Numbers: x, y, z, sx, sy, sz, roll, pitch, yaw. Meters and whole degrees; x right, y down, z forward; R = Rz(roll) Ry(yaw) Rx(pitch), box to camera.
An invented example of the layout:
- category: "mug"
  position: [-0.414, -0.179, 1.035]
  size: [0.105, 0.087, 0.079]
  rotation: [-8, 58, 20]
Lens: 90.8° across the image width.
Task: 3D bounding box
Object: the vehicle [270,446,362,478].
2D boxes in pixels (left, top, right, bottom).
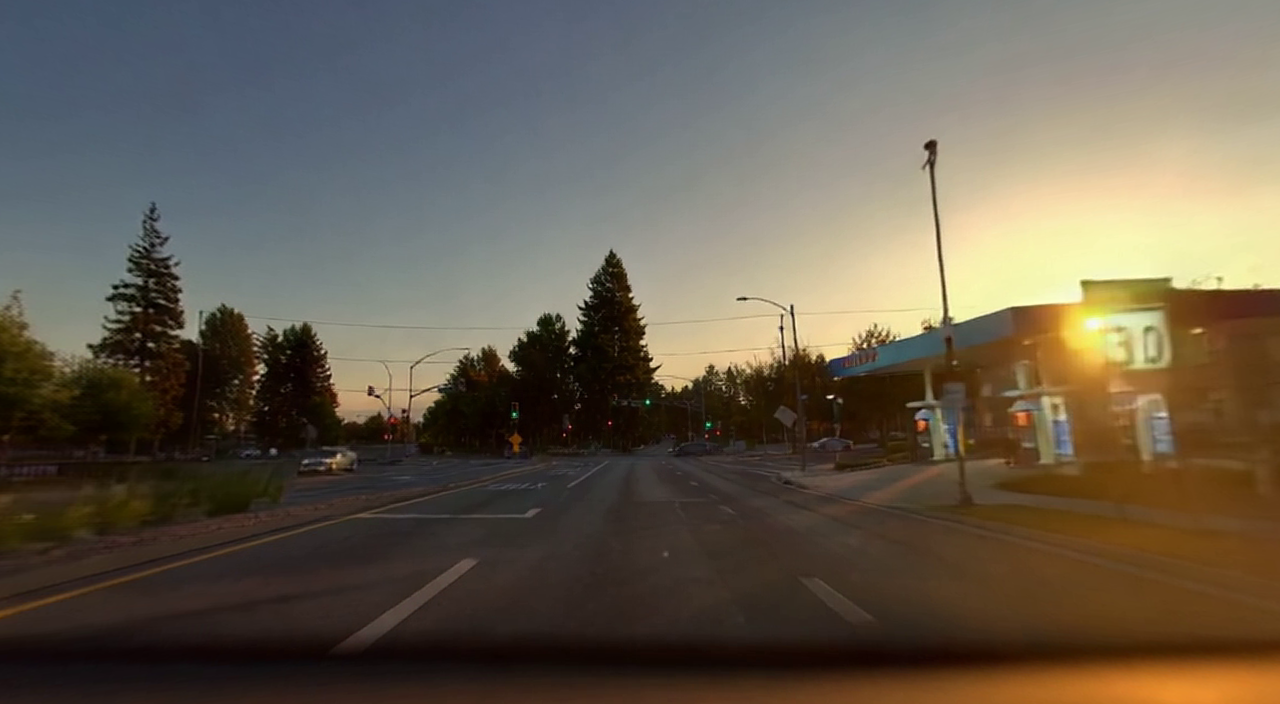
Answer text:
- category: "vehicle"
  position: [-15.979, 5.428, 31.487]
  size: [1.911, 1.478, 4.601]
  rotation: [-1, -8, 4]
